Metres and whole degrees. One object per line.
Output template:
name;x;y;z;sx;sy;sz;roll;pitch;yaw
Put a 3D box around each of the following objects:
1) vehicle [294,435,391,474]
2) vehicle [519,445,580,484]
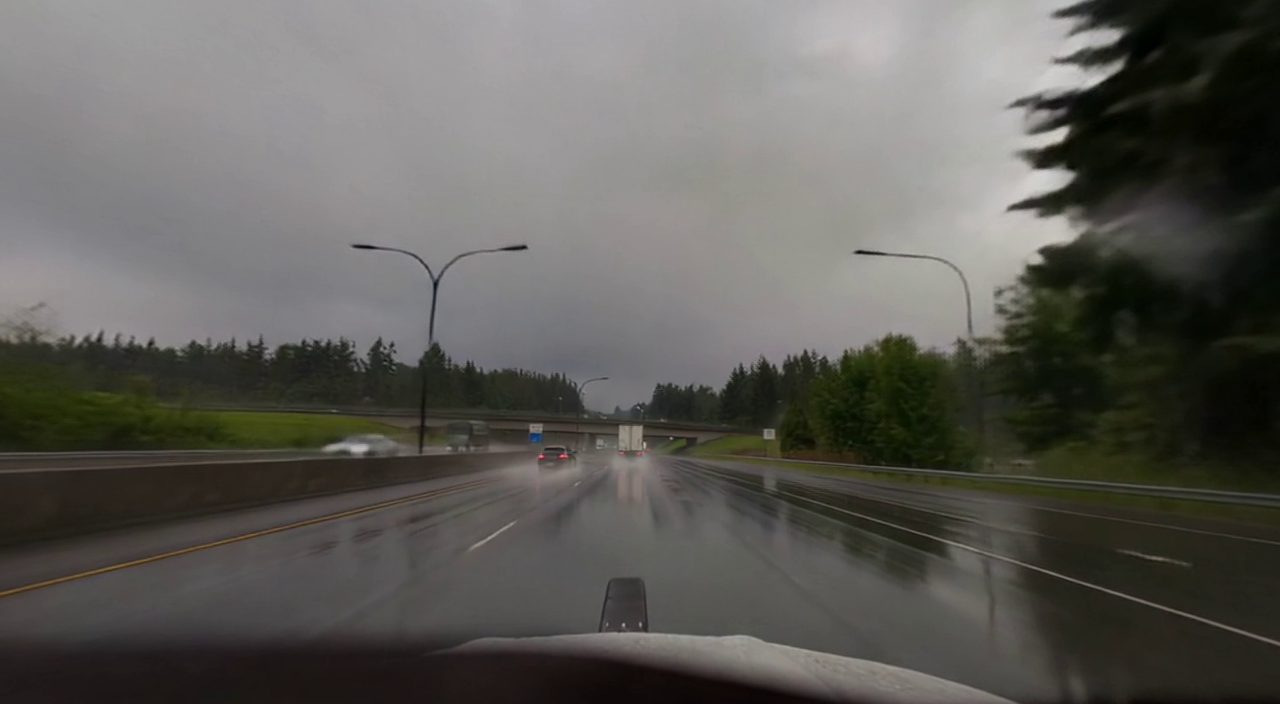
vehicle;-12.585;4.381;27.050;1.939;1.504;4.721;0;-9;-1
vehicle;-3.900;4.913;27.823;2.042;1.526;4.516;0;-9;0
